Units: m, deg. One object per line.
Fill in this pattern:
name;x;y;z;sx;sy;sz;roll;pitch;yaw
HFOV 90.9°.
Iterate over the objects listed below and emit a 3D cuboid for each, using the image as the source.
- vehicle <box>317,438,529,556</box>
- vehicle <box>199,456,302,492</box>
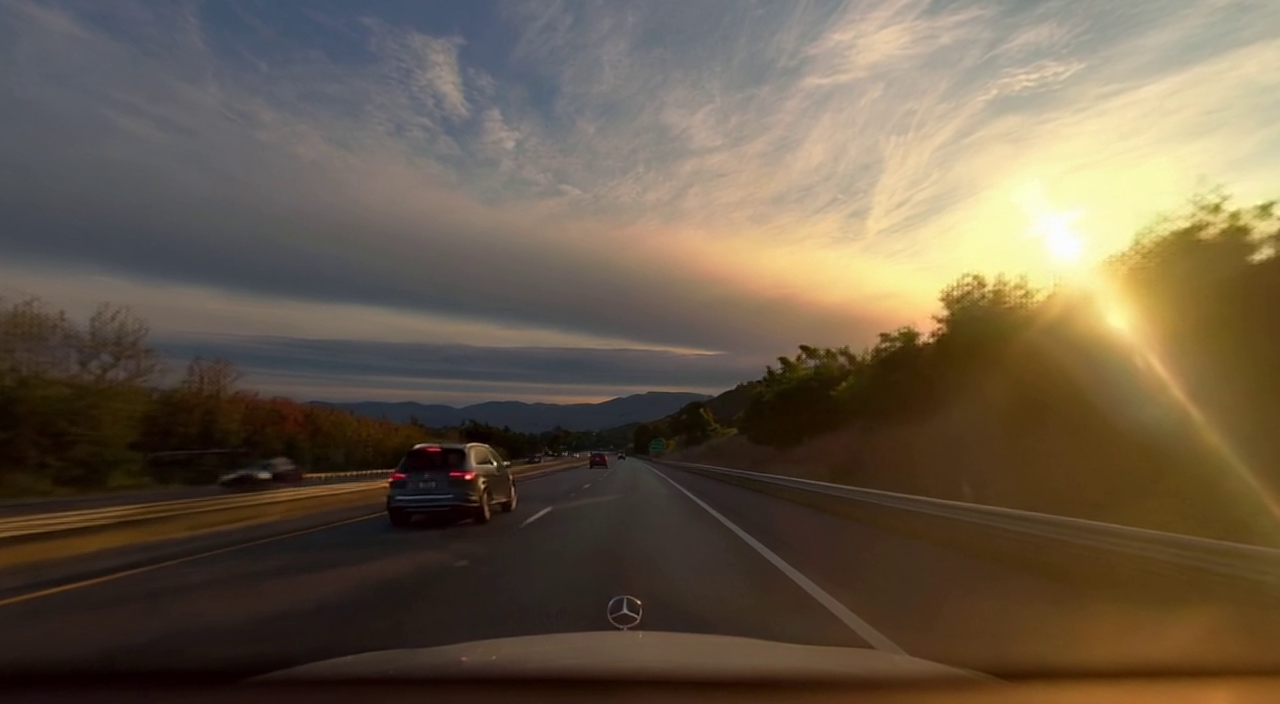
vehicle;-3.554;2.461;11.455;2.135;1.686;4.517;0;-9;1
vehicle;-18.040;5.653;29.462;1.921;1.484;4.504;0;-9;0
